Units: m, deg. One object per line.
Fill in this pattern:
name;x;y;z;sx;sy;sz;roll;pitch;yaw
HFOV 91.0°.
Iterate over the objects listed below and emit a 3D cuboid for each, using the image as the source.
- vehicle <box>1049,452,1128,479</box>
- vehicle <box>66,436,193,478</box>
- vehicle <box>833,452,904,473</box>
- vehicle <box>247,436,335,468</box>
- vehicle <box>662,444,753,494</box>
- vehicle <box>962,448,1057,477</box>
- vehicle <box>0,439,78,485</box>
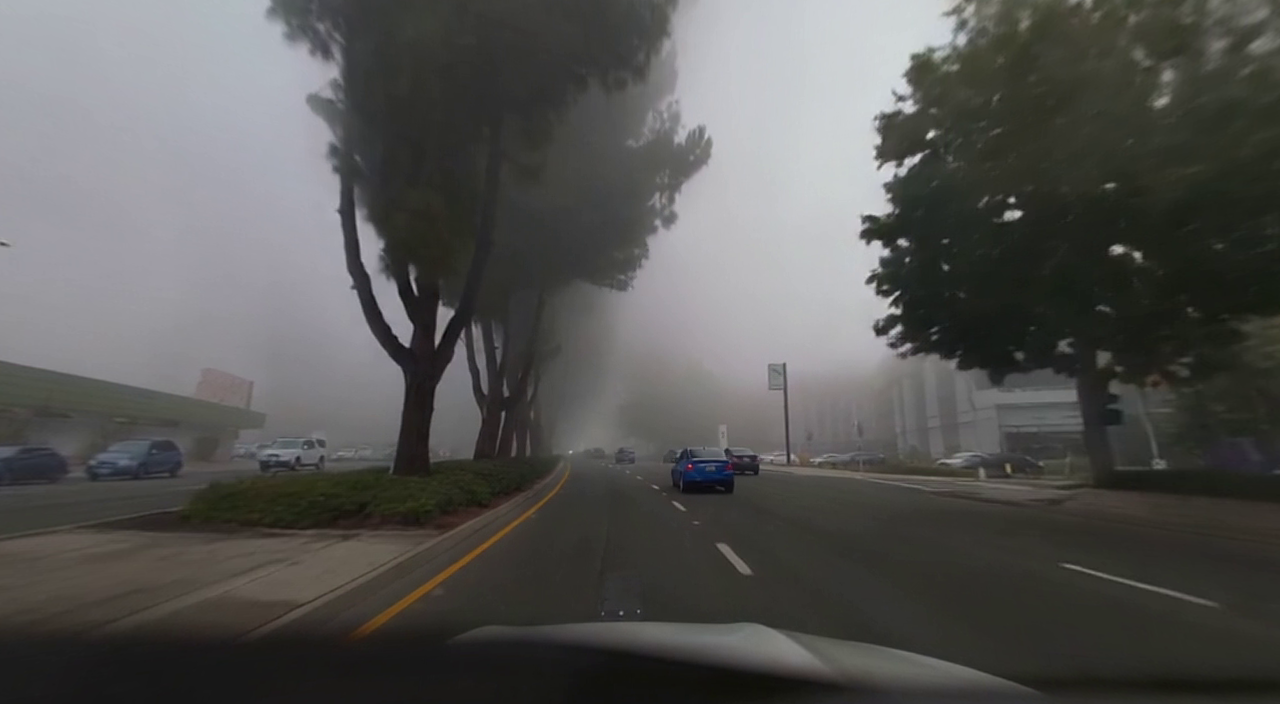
vehicle;32.835;8.267;46.080;4.858;1.806;2.124;3;-9;-19
vehicle;-23.748;4.886;29.556;1.982;1.811;4.730;0;-9;-1
vehicle;17.002;8.181;46.860;4.646;1.479;2.070;3;-9;-19
vehicle;-24.255;6.994;44.163;2.593;2.075;6.841;1;-9;-3
vehicle;2.051;3.741;20.538;2.256;1.451;4.313;1;-9;-4
vehicle;20.725;6.189;35.326;4.424;1.531;2.008;3;-9;-17
vehicle;-23.734;4.075;23.432;1.689;1.595;4.293;0;-9;-2
